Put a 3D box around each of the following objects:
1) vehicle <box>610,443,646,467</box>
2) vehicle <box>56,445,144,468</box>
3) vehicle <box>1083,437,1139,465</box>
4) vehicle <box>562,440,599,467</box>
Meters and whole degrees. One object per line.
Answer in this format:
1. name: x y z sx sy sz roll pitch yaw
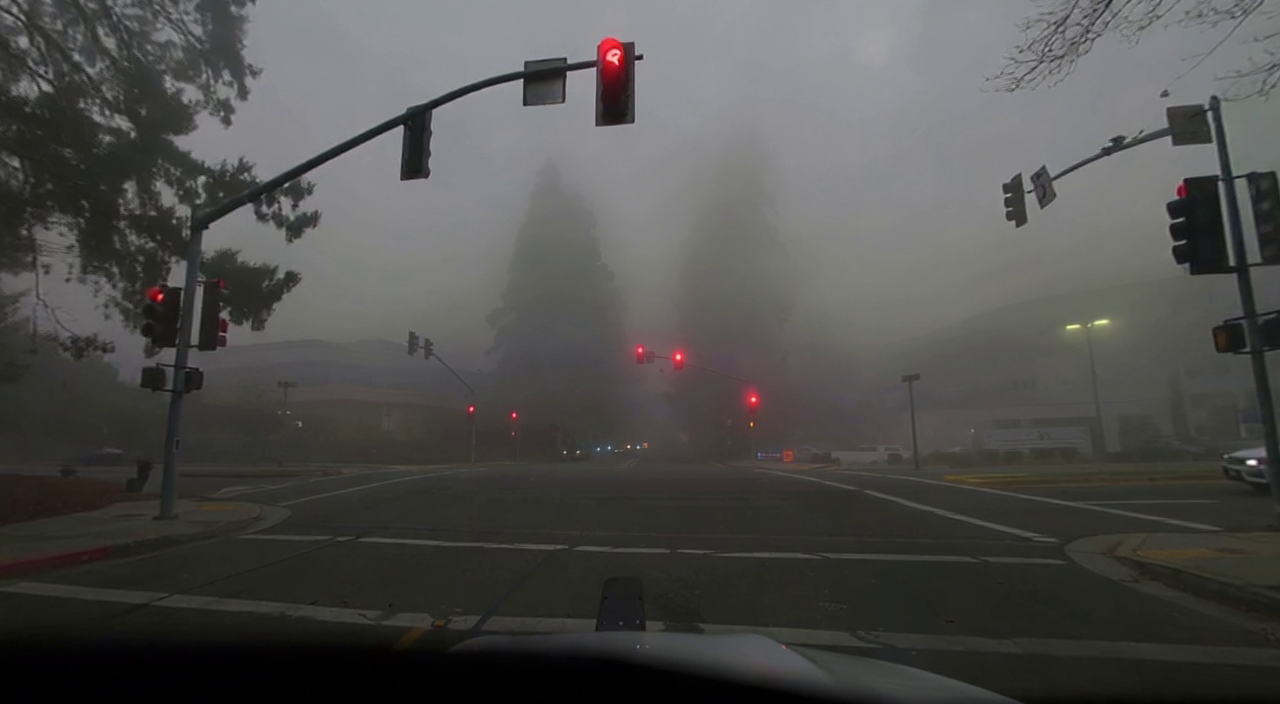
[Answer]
1. vehicle: -0.847 6.832 41.988 2.056 1.492 3.937 1 -9 -6
2. vehicle: -35.059 6.804 41.041 4.628 1.414 1.897 -2 -9 14
3. vehicle: 26.979 5.661 36.140 2.092 1.474 4.046 -8 -11 41
4. vehicle: -4.105 7.101 44.286 2.251 1.756 4.610 0 -9 -2
